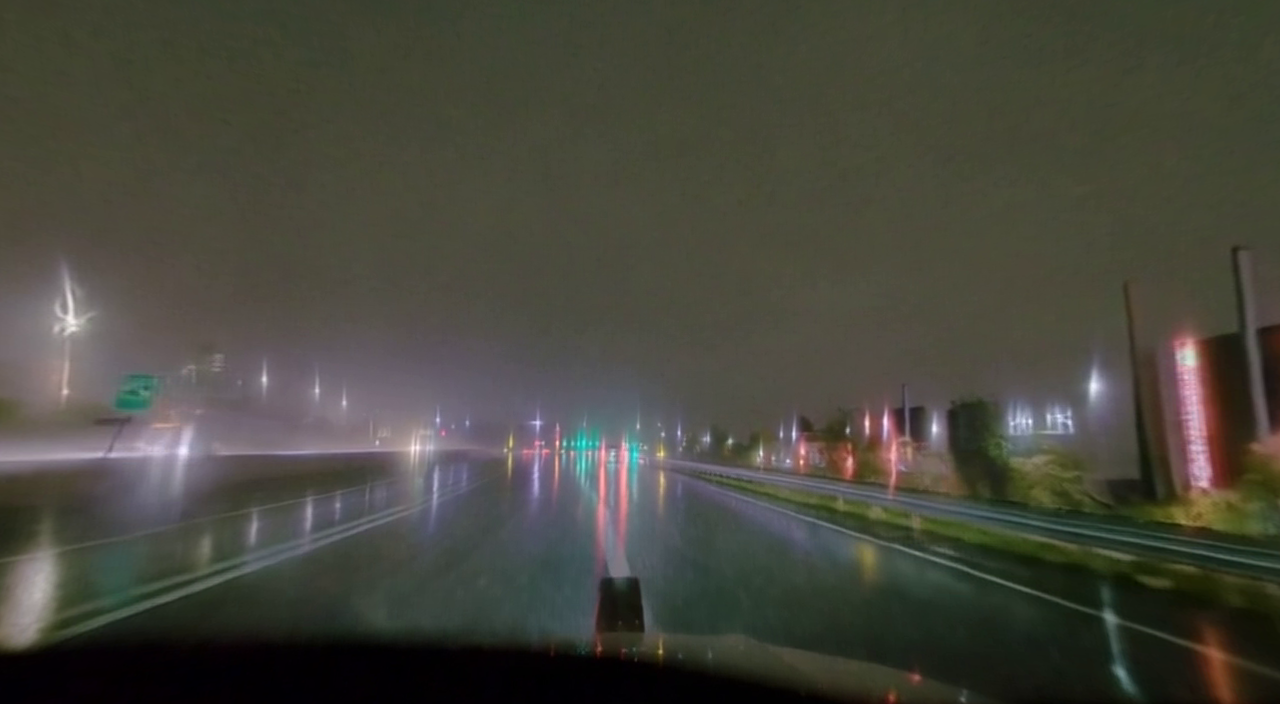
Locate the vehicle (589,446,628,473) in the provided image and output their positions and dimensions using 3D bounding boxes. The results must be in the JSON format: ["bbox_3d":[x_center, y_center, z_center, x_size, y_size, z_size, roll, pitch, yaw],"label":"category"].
[{"bbox_3d":[-1.923,6.330,37.232,2.140,1.455,4.135,0,-9,-5],"label":"vehicle"}]

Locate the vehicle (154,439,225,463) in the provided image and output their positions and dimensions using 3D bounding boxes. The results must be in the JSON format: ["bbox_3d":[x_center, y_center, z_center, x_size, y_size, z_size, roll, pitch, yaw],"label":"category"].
[{"bbox_3d":[-27.852,6.159,39.023,1.848,1.408,3.953,1,-9,-7],"label":"vehicle"}]
